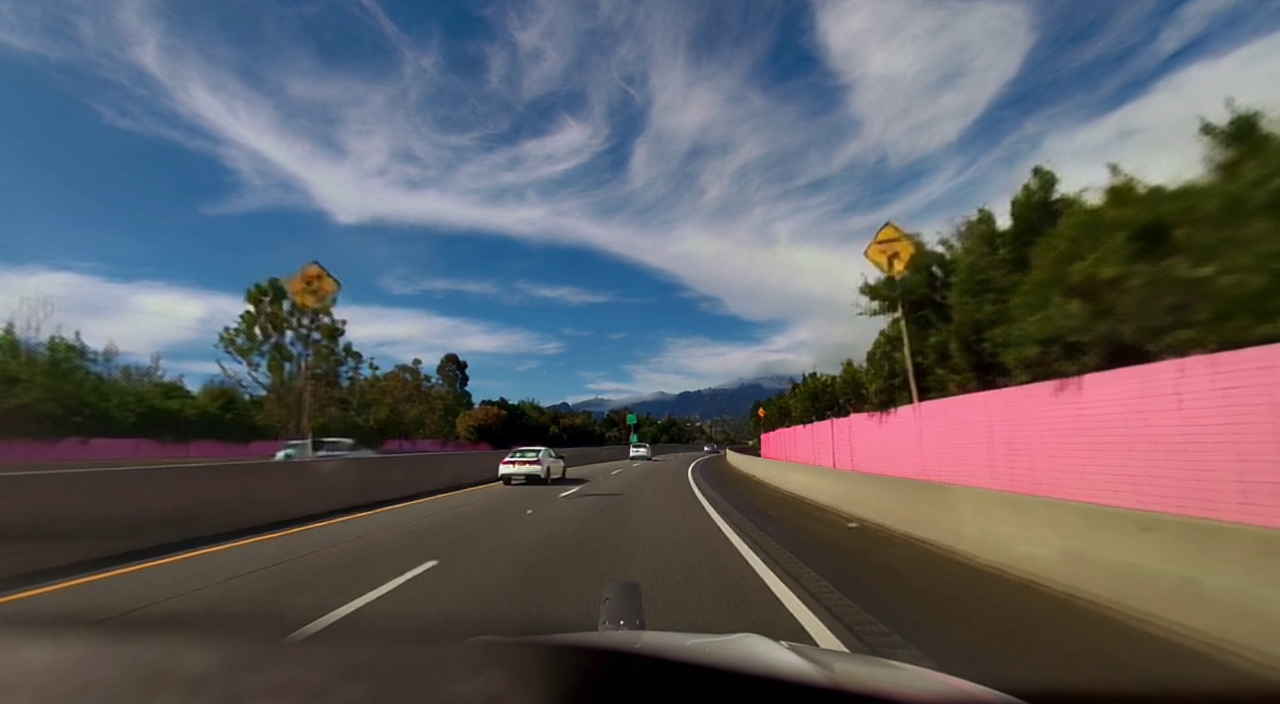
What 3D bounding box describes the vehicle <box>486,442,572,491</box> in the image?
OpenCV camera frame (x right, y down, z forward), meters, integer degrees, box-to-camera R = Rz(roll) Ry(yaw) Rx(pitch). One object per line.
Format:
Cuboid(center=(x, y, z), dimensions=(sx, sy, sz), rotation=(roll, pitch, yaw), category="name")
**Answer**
Cuboid(center=(-3.480, 3.675, 20.577), dimensions=(1.746, 1.405, 4.339), rotation=(-1, -9, 4), category="vehicle")
